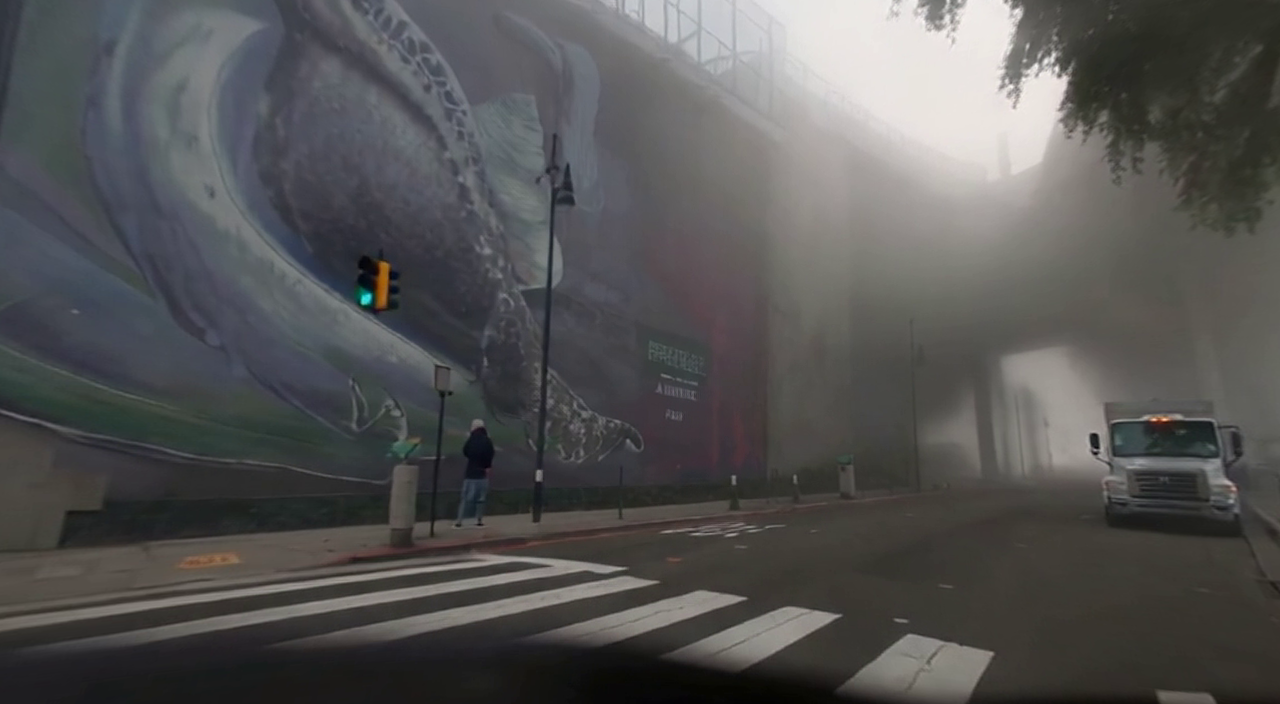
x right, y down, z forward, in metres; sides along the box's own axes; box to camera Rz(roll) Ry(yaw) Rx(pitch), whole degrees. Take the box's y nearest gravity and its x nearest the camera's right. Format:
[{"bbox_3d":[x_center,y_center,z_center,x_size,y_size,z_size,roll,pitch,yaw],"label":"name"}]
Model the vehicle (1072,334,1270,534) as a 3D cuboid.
[{"bbox_3d":[14.059,2.233,16.755,2.849,3.893,9.347,-7,-11,40],"label":"vehicle"}]
